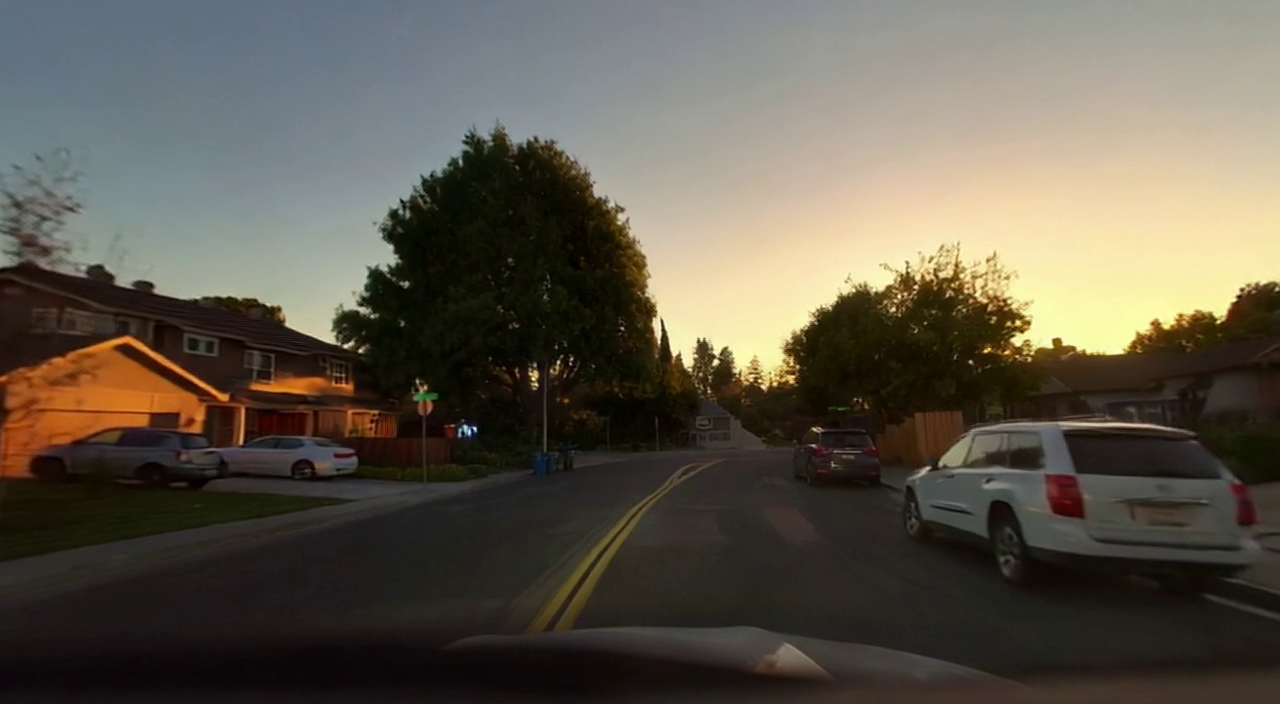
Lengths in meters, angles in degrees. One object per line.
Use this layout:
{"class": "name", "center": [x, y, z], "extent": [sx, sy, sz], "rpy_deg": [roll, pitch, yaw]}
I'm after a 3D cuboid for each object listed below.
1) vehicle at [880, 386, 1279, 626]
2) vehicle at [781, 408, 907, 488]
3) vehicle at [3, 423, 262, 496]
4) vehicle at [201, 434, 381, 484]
{"class": "vehicle", "center": [4.515, 1.513, 7.213], "extent": [2.194, 1.786, 4.704], "rpy_deg": [-1, -9, 7]}
{"class": "vehicle", "center": [6.176, 3.048, 20.138], "extent": [2.735, 2.117, 6.103], "rpy_deg": [-1, -9, 8]}
{"class": "vehicle", "center": [-12.091, 2.572, 15.264], "extent": [4.635, 1.594, 2.132], "rpy_deg": [-1, -9, 8]}
{"class": "vehicle", "center": [-10.662, 3.290, 19.506], "extent": [4.455, 1.419, 2.017], "rpy_deg": [-1, -9, 7]}
